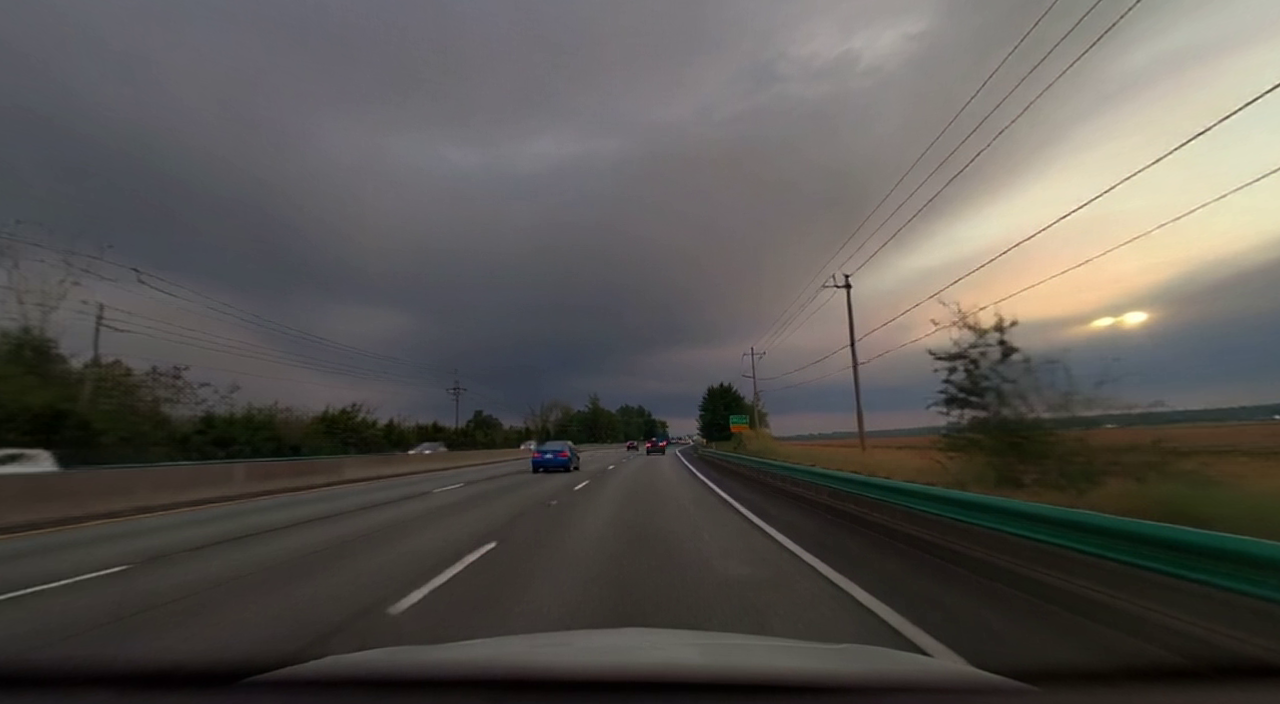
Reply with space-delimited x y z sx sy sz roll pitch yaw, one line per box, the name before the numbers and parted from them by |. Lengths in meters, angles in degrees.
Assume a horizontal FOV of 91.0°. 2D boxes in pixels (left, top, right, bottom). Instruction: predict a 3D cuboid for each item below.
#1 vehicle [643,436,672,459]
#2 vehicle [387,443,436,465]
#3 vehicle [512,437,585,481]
vehicle | 1.368 7.449 49.189 2.176 1.725 4.182 0 -8 2
vehicle | -15.642 7.004 43.304 1.804 1.419 3.775 0 -8 2
vehicle | -3.397 4.036 24.179 2.021 1.515 4.453 0 -8 2
